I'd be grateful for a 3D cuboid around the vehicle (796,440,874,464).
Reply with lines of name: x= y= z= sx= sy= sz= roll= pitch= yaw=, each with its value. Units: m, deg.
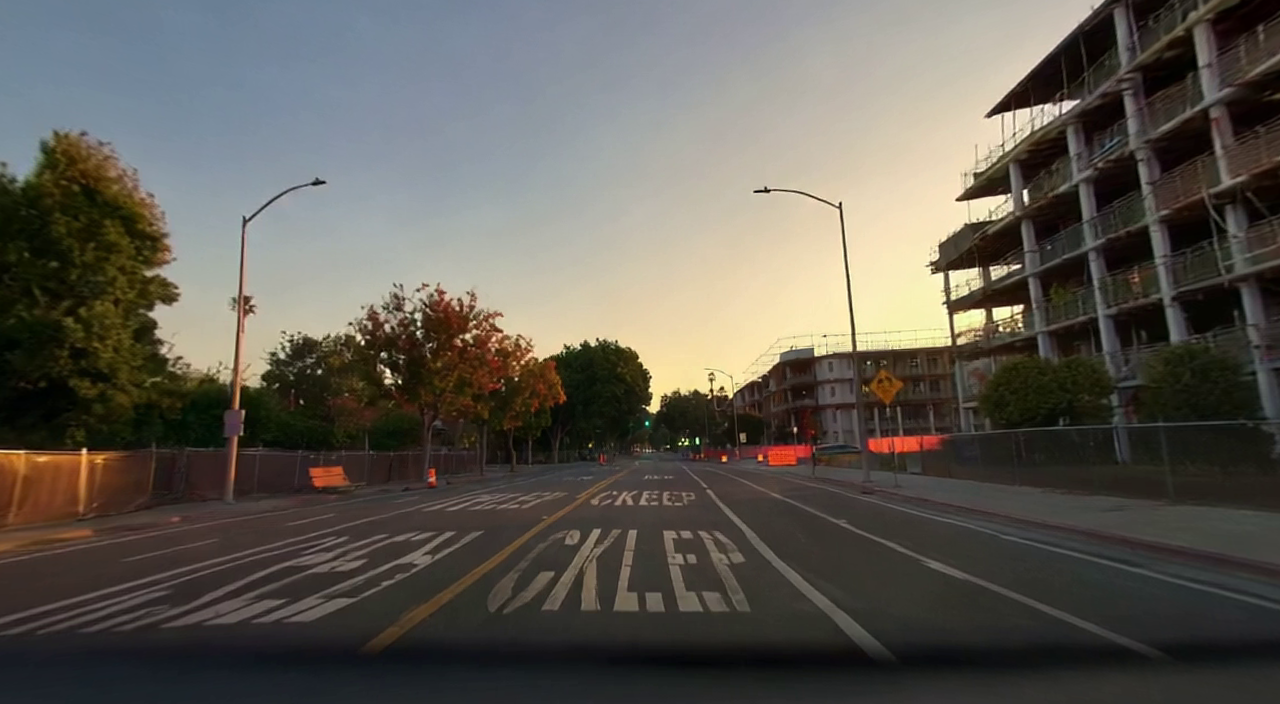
vehicle: x=11.952 y=6.171 z=38.958 sx=4.251 sy=1.418 sz=1.896 roll=-1 pitch=-9 yaw=3
